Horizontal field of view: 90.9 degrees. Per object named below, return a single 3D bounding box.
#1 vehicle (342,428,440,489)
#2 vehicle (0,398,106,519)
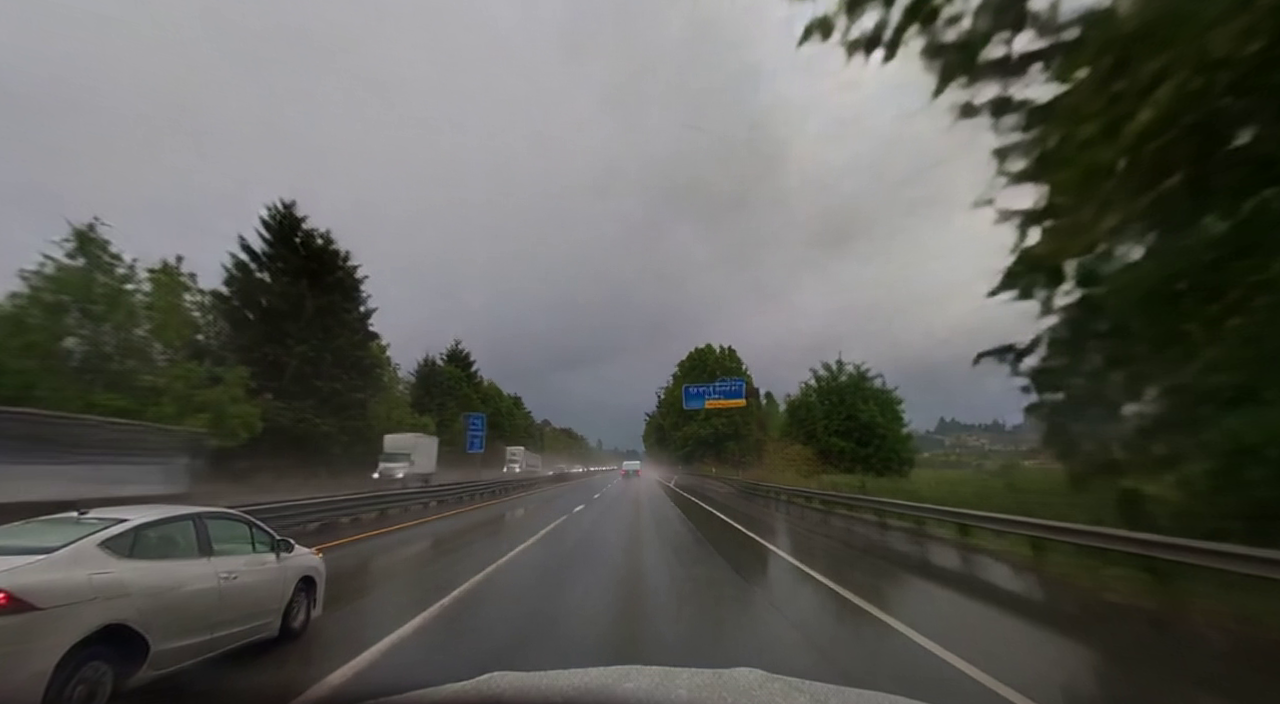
[{"bbox_3d":[-17.203,7.582,44.515,3.012,3.794,9.302,1,-11,0],"label":"vehicle"},{"bbox_3d":[-17.137,2.434,14.530,2.842,2.917,7.530,0,-11,1],"label":"vehicle"}]
